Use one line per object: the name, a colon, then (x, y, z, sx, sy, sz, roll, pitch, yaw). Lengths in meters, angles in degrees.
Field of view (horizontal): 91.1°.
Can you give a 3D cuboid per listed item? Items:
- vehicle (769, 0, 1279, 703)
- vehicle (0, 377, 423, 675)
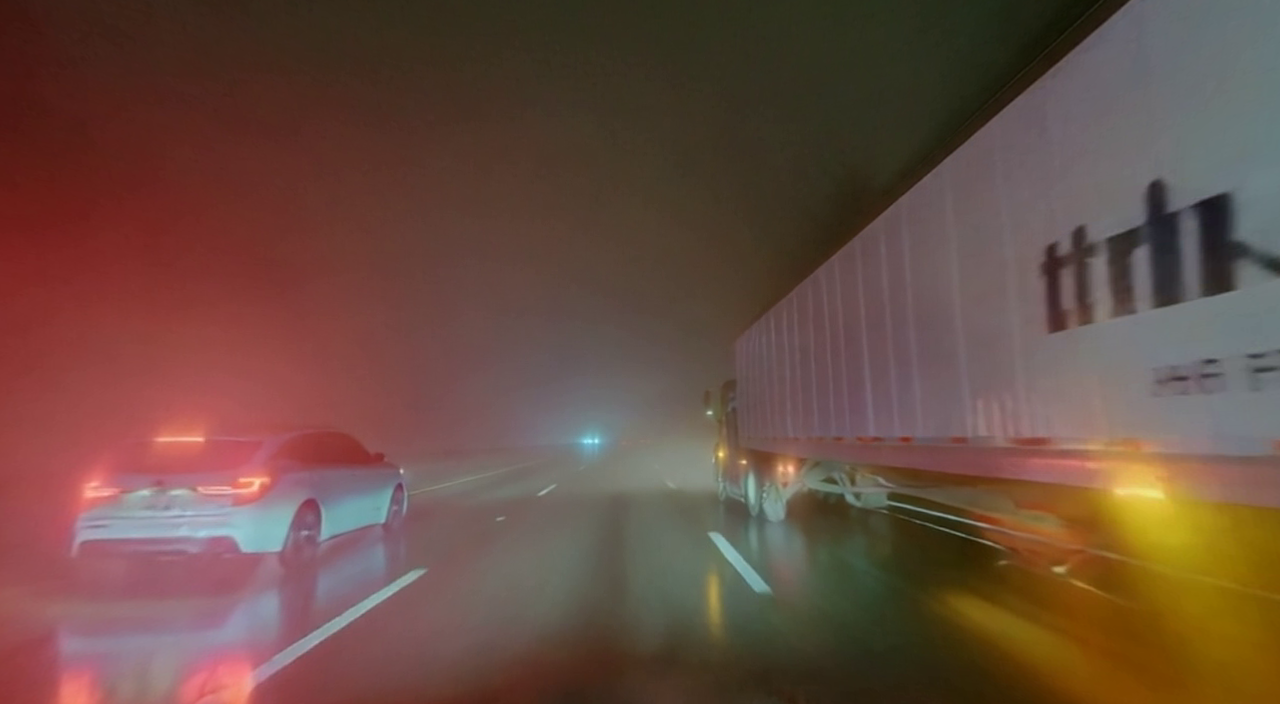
vehicle: (3.922, -0.244, 5.131, 2.850, 3.894, 13.987, -1, -7, 0)
vehicle: (-3.780, 1.270, 5.805, 2.063, 1.661, 4.439, 0, -8, -2)
